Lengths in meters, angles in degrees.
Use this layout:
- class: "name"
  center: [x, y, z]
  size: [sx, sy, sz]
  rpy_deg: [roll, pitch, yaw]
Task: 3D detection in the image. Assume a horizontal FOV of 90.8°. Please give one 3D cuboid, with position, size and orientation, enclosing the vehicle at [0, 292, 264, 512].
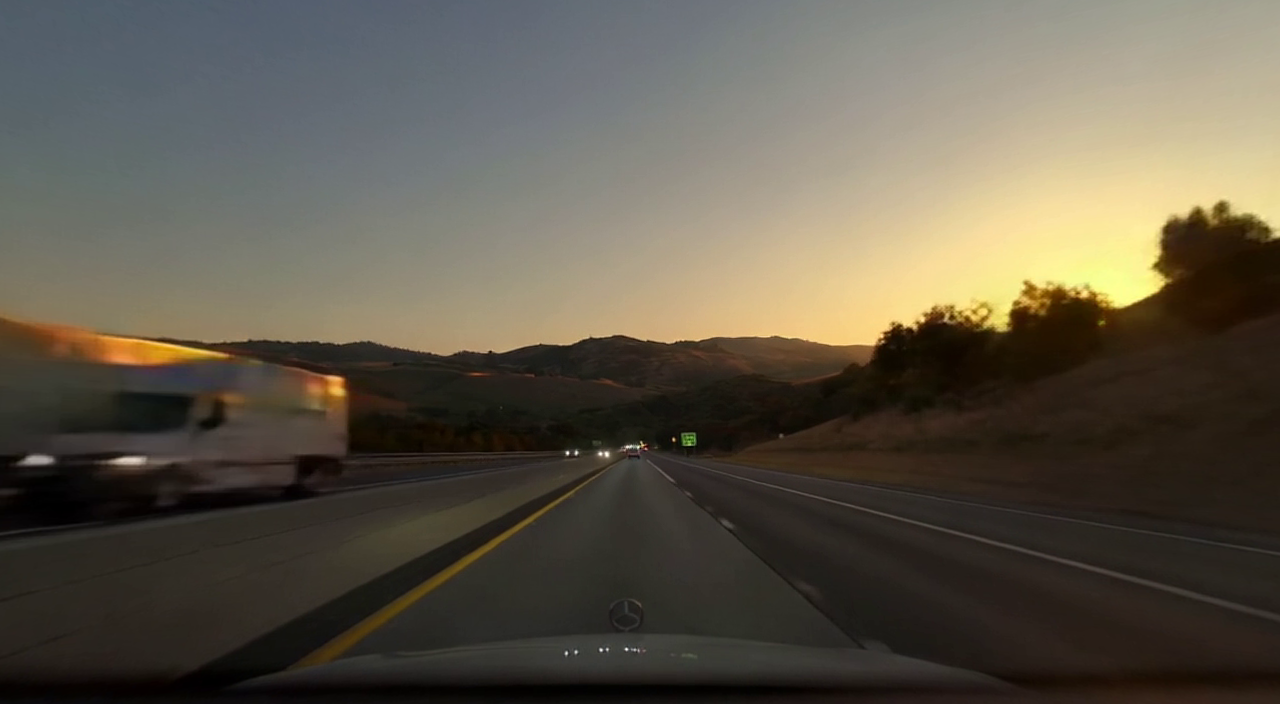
- class: "vehicle"
  center: [-12.459, 1.216, 13.134]
  size: [2.962, 3.737, 10.070]
  rpy_deg: [0, -9, 0]

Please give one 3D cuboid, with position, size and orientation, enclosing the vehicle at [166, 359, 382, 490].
- class: "vehicle"
  center: [-12.520, 2.761, 22.835]
  size: [2.842, 3.889, 8.008]
  rpy_deg: [0, -9, 0]
